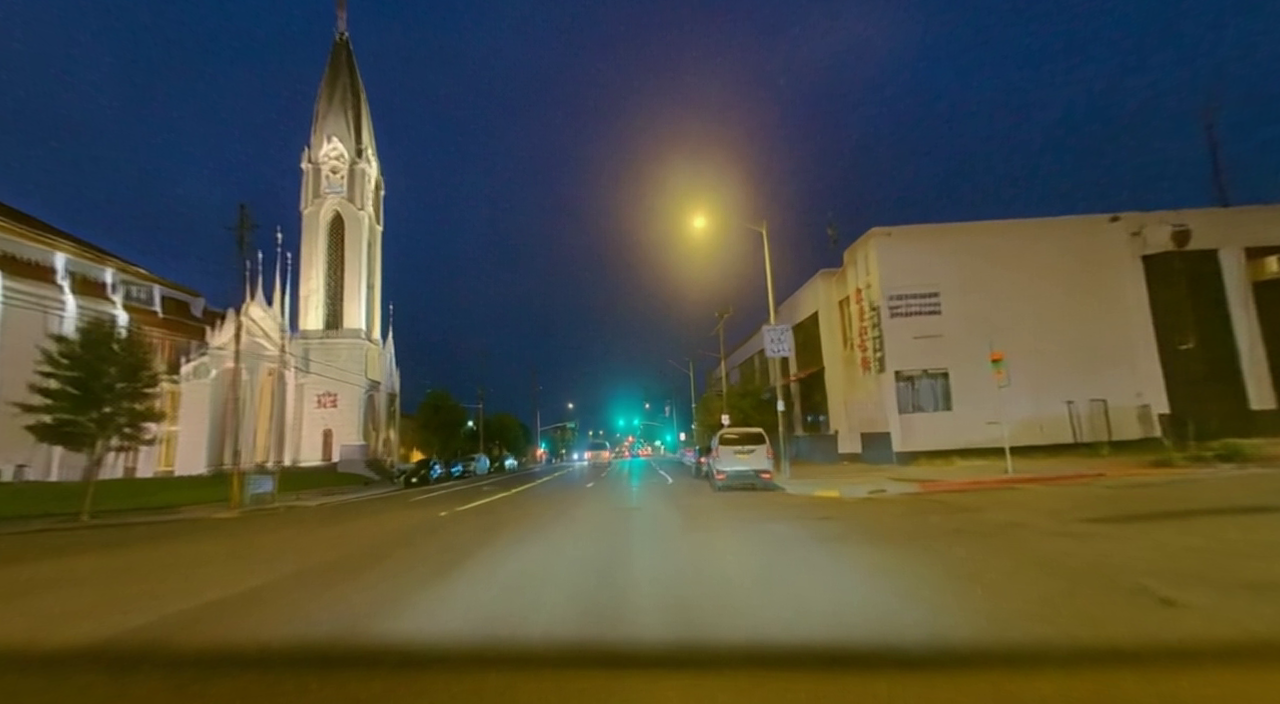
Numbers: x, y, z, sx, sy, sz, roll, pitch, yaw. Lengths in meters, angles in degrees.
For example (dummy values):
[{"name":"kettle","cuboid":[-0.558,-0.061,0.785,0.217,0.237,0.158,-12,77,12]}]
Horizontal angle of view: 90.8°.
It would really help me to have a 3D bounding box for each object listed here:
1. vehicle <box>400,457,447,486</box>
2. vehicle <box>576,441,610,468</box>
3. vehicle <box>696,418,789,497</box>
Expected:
[{"name":"vehicle","cuboid":[-15.440,8.541,45.352,1.978,1.819,4.477,0,-8,-3]},{"name":"vehicle","cuboid":[-3.521,7.831,48.426,2.293,1.936,4.737,0,-8,0]},{"name":"vehicle","cuboid":[2.878,3.116,18.964,2.074,2.041,5.045,0,-8,2]}]
